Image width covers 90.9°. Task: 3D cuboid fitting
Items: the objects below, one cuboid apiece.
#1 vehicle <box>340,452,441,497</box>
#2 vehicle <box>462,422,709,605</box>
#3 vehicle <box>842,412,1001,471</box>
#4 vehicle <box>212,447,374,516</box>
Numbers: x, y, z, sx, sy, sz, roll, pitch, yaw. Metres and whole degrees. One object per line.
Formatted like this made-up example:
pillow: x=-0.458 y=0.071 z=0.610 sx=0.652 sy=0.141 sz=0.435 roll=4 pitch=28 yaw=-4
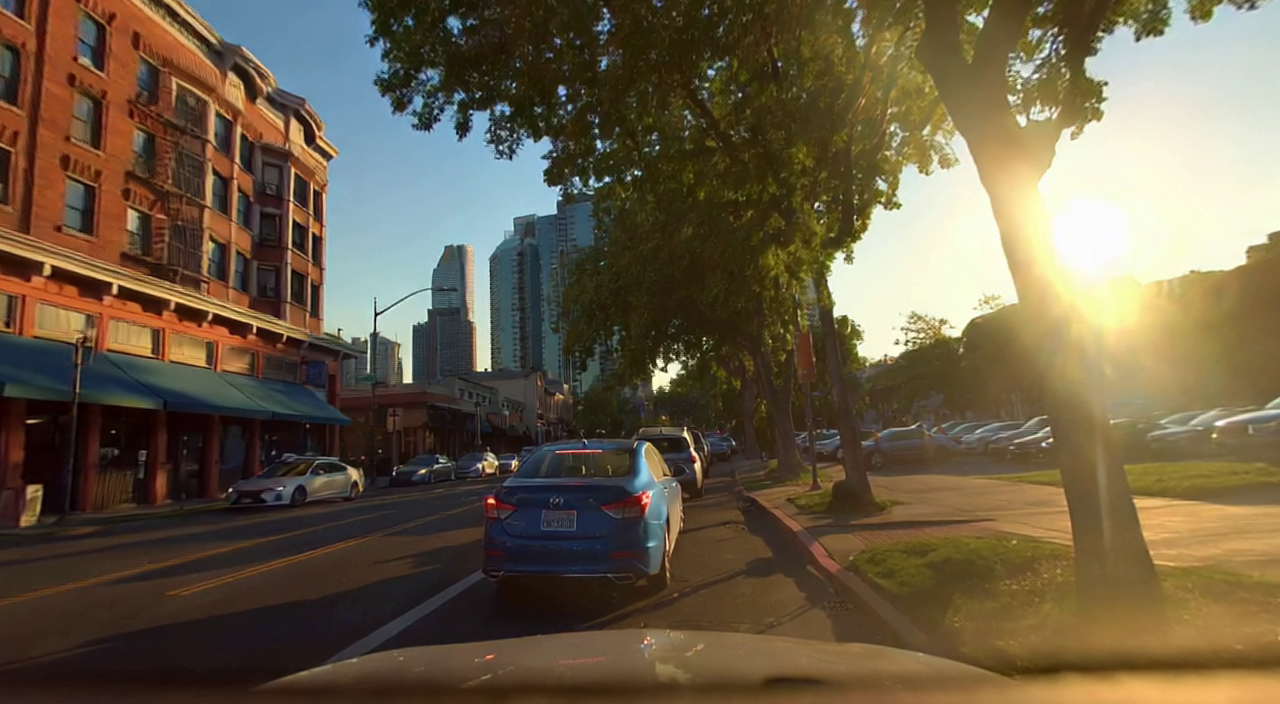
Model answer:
vehicle: x=-10.265 y=5.032 z=26.280 sx=1.826 sy=1.432 sz=4.556 roll=-7 pitch=-9 yaw=8
vehicle: x=-0.279 y=1.635 z=7.297 sx=1.939 sy=1.478 sz=3.922 roll=-2 pitch=-8 yaw=9
vehicle: x=9.037 y=2.831 z=20.242 sx=4.558 sy=1.528 sz=1.915 roll=0 pitch=-8 yaw=-23
vehicle: x=-11.013 y=4.069 z=20.589 sx=2.081 sy=1.718 sz=5.342 roll=-6 pitch=-9 yaw=3
